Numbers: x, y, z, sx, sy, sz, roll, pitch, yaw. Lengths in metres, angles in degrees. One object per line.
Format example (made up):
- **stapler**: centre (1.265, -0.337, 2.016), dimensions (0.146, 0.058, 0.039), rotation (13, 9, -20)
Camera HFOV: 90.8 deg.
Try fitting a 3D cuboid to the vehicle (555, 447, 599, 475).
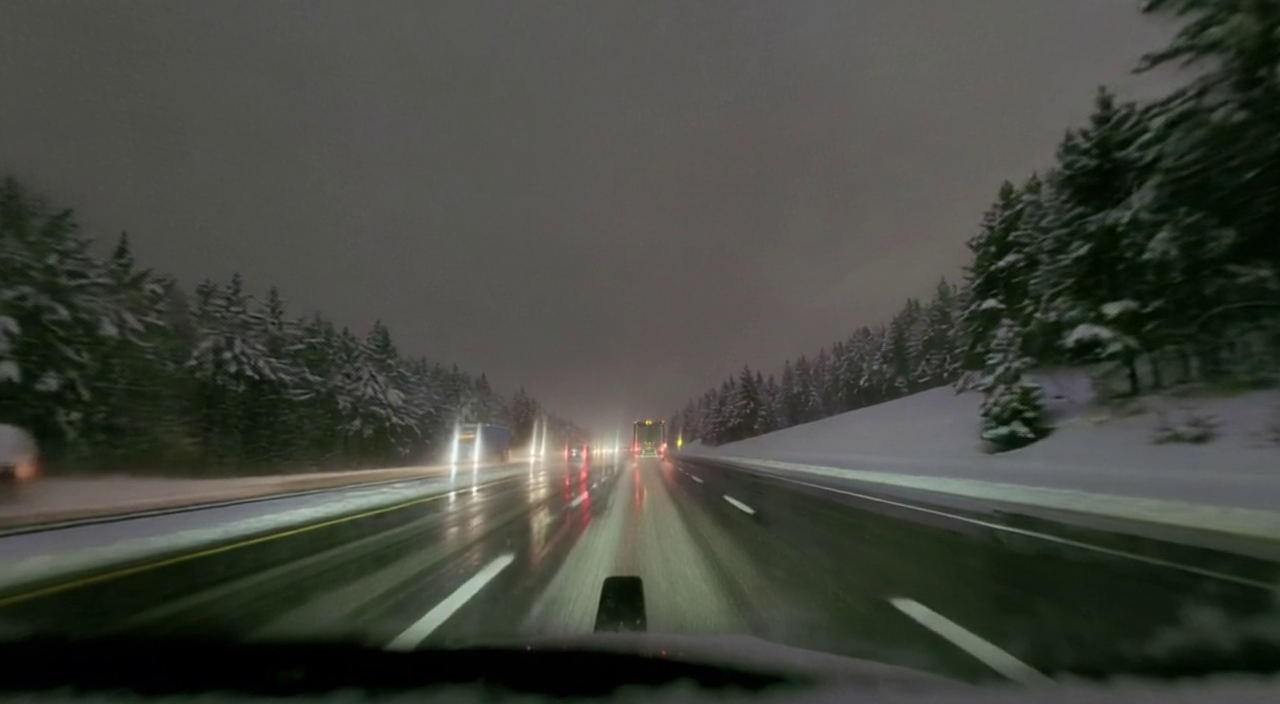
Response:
- **vehicle**: centre (-3.400, 5.939, 34.663), dimensions (1.955, 1.438, 4.100), rotation (0, -9, 1)
